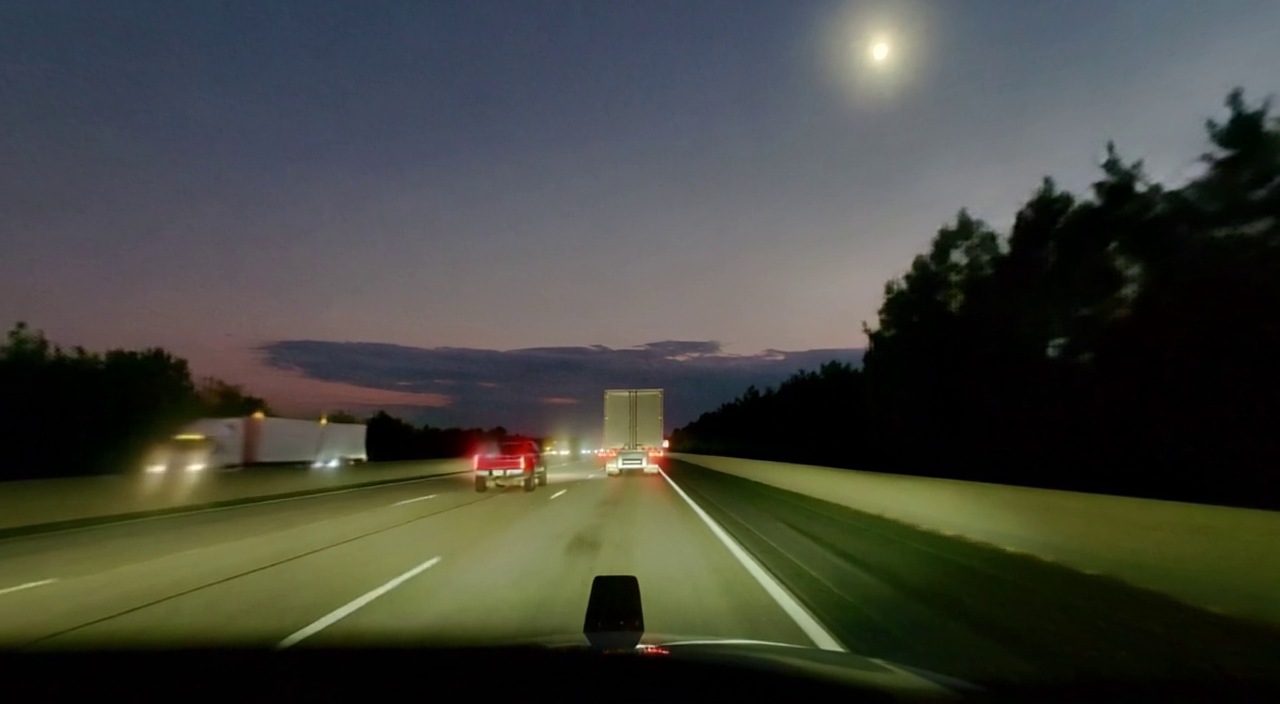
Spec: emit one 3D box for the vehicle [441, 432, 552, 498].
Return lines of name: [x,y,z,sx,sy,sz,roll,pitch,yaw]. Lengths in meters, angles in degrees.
vehicle: [-4.347,3.522,20.043,2.285,1.833,4.984,0,-9,1]

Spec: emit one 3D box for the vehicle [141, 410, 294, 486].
vehicle: [-26.062,6.028,39.690,3.156,4.214,9.008,0,-9,1]

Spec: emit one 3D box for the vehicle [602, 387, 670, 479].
vehicle: [-0.205,4.487,34.145,3.052,4.132,11.336,0,-9,0]
